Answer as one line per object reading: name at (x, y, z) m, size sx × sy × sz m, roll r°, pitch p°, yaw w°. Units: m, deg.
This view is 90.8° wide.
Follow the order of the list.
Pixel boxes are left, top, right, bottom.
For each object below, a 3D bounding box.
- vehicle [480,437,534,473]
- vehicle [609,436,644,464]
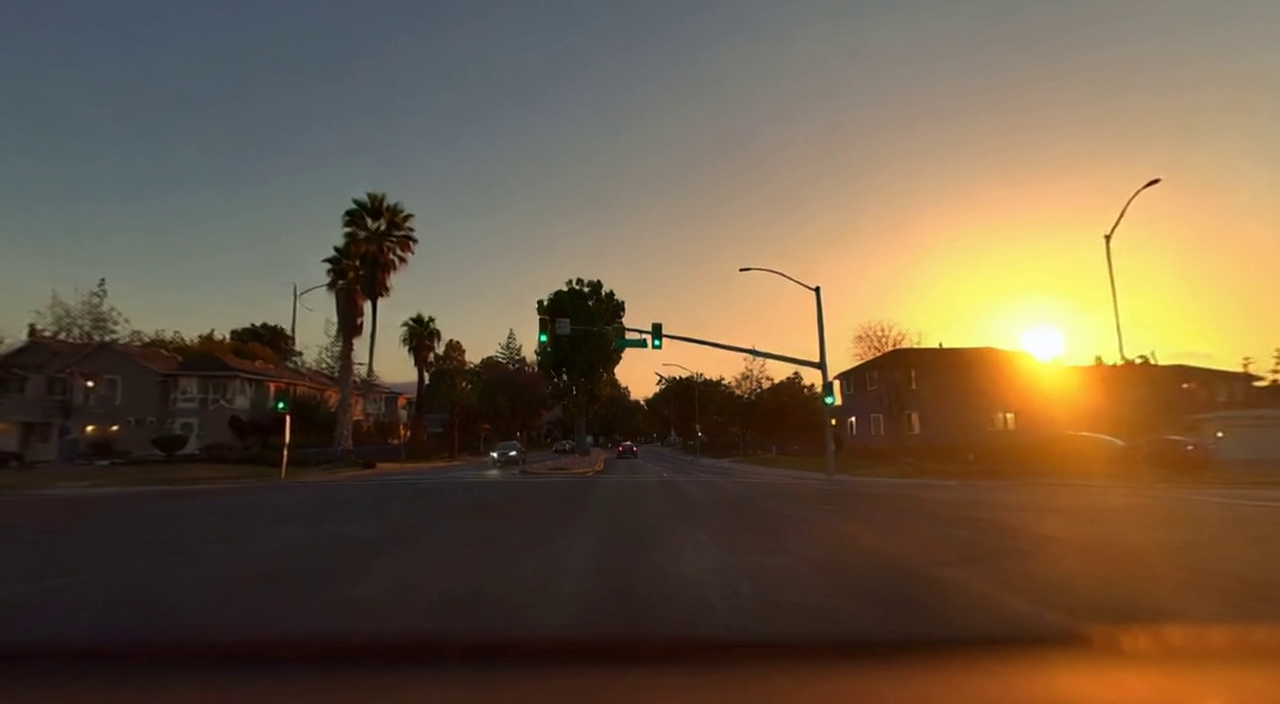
vehicle at (-6.724, 5.215, 32.286) m, size 1.983 × 1.684 × 3.938 m, roll 0°, pitch -8°, yaw -1°
vehicle at (-1.017, 6.896, 44.450) m, size 2.248 × 1.833 × 4.798 m, roll 0°, pitch -8°, yaw -3°
